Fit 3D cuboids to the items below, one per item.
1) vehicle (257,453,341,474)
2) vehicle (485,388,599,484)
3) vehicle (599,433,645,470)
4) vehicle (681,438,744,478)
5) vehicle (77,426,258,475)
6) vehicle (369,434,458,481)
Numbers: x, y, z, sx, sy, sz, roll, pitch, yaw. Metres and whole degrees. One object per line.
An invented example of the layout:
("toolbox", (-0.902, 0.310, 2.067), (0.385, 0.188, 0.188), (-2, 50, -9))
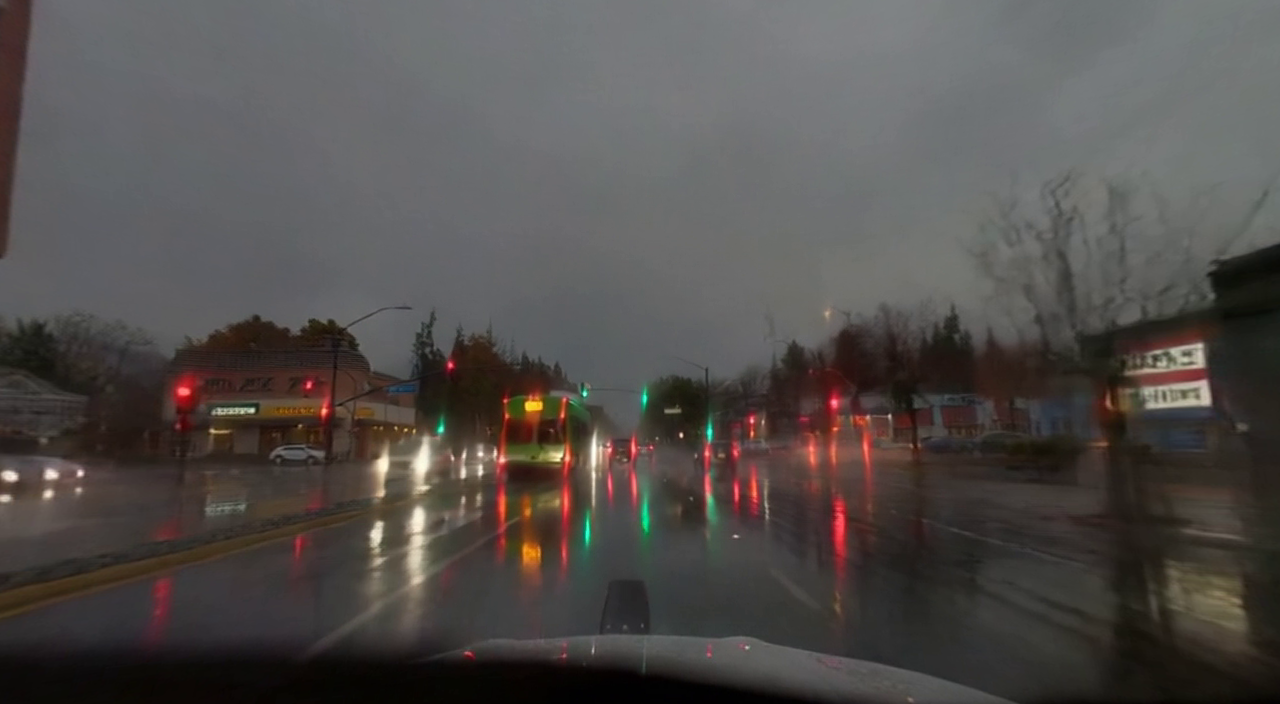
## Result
("vehicle", (-24.787, 8.108, 45.890), (4.868, 1.434, 2.115), (0, -8, -1))
("vehicle", (-3.765, 3.800, 28.268), (3.018, 3.217, 13.998), (0, -8, -1))
("vehicle", (-1.014, 5.374, 34.284), (2.301, 1.837, 4.411), (0, -8, -3))
("vehicle", (3.001, 4.475, 26.958), (2.046, 1.540, 3.883), (0, -8, -3))
("vehicle", (-34.477, 7.244, 46.389), (10.321, 3.275, 3.158), (0, -10, -4))
("vehicle", (-9.059, 4.243, 25.655), (2.157, 1.731, 4.433), (0, -8, -3))
